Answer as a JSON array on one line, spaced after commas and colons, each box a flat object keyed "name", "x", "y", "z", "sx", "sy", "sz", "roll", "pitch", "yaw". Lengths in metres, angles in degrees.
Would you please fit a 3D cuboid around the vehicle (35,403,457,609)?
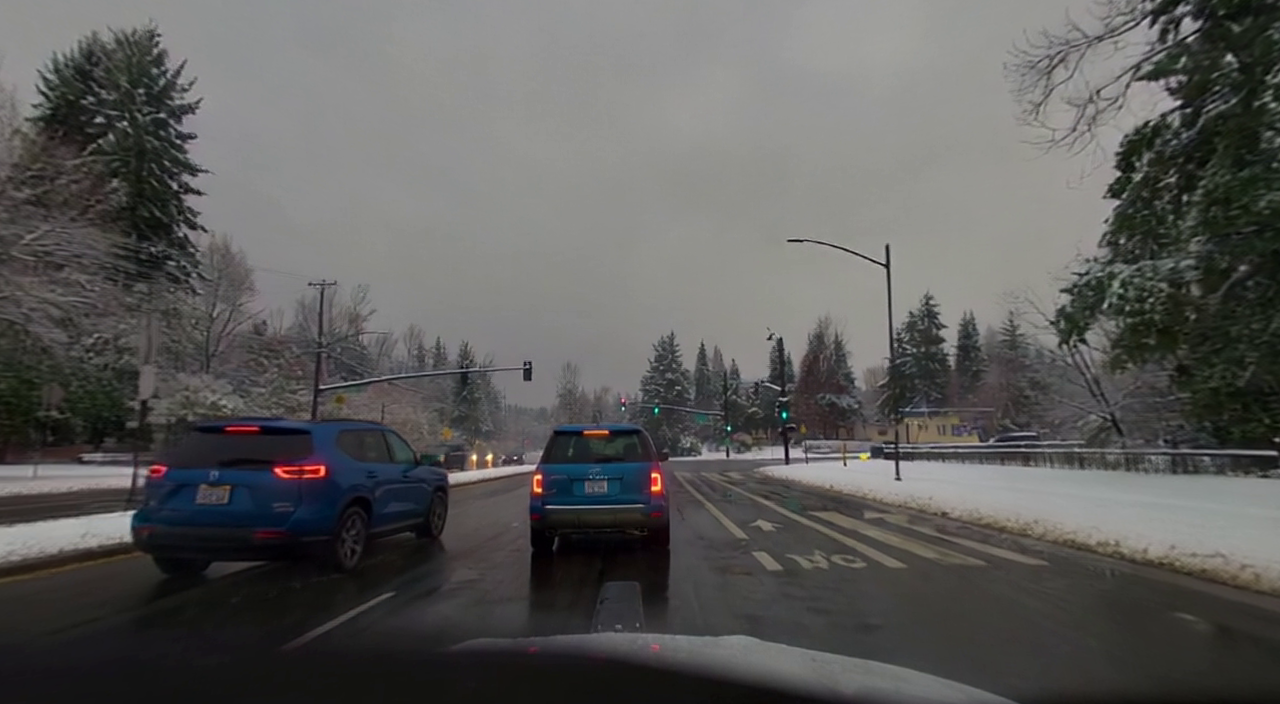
[{"name": "vehicle", "x": -3.908, "y": 1.595, "z": 7.488, "sx": 2.009, "sy": 1.673, "sz": 4.454, "roll": 0, "pitch": -8, "yaw": 2}]

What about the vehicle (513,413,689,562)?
[{"name": "vehicle", "x": -0.438, "y": 2.021, "z": 10.236, "sx": 2.131, "sy": 1.793, "sz": 5.016, "roll": 0, "pitch": -8, "yaw": 1}]
